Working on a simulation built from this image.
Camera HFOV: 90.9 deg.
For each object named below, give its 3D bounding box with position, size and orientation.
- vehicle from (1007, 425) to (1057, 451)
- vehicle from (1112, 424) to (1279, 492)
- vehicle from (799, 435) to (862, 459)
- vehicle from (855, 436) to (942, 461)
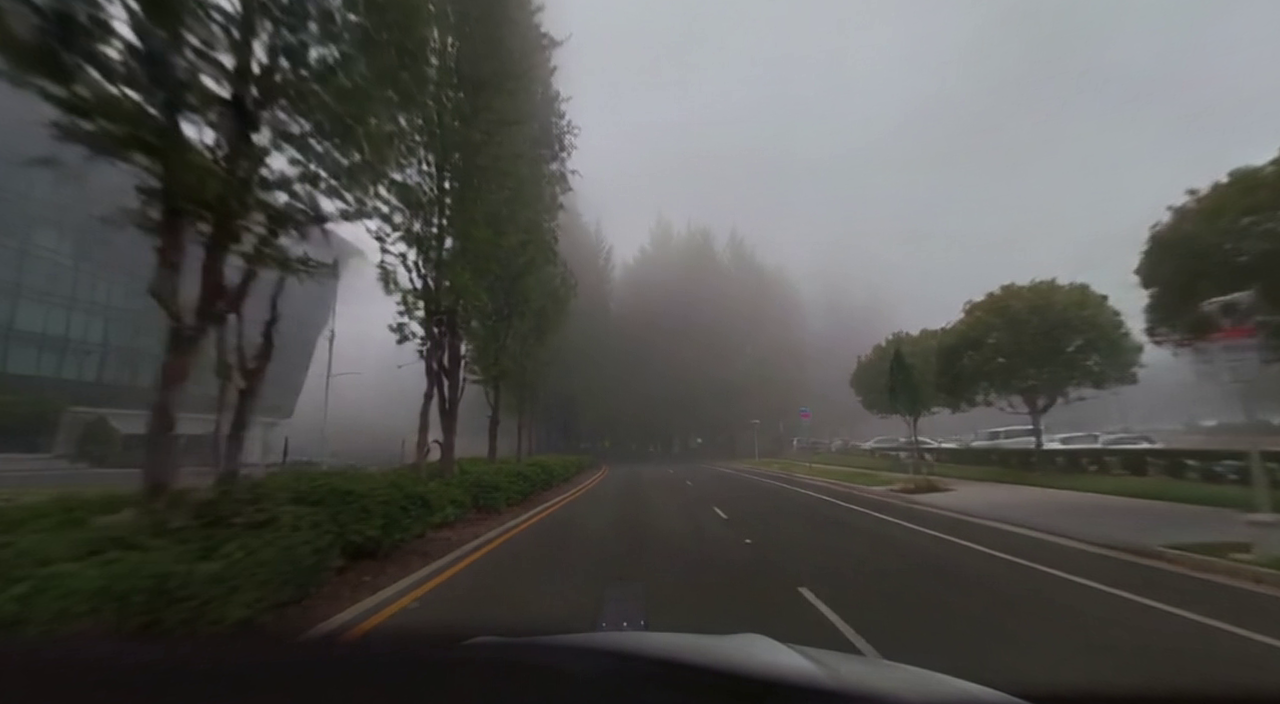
[{"bbox_3d":[29.522,6.470,47.355,2.153,1.686,4.805,-10,-10,42],"label":"vehicle"},{"bbox_3d":[15.569,2.780,16.791,4.198,1.552,2.087,-2,-9,0],"label":"vehicle"},{"bbox_3d":[14.619,7.282,48.399,4.105,1.705,1.995,0,-8,-9],"label":"vehicle"},{"bbox_3d":[16.134,6.043,39.420,4.526,1.517,1.979,0,-9,-5],"label":"vehicle"}]
